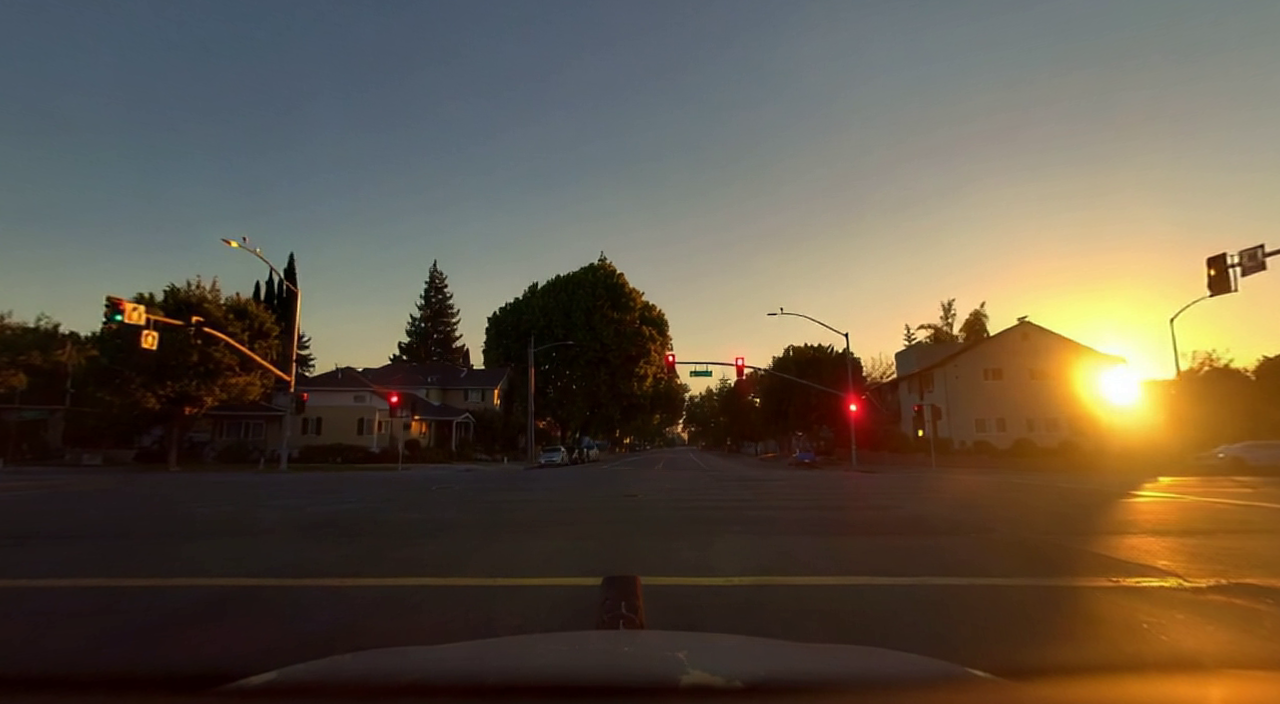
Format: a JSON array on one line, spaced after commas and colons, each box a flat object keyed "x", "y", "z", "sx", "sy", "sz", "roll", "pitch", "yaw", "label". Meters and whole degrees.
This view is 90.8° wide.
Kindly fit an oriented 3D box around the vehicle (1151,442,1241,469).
[{"x": 36.789, "y": 6.846, "z": 41.942, "sx": 1.853, "sy": 1.723, "sz": 4.460, "roll": 0, "pitch": -9, "yaw": 0, "label": "vehicle"}]

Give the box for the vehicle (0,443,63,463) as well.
[{"x": -44.294, "y": 7.270, "z": 45.403, "sx": 3.949, "sy": 1.422, "sz": 1.744, "roll": 0, "pitch": -9, "yaw": 1, "label": "vehicle"}]
